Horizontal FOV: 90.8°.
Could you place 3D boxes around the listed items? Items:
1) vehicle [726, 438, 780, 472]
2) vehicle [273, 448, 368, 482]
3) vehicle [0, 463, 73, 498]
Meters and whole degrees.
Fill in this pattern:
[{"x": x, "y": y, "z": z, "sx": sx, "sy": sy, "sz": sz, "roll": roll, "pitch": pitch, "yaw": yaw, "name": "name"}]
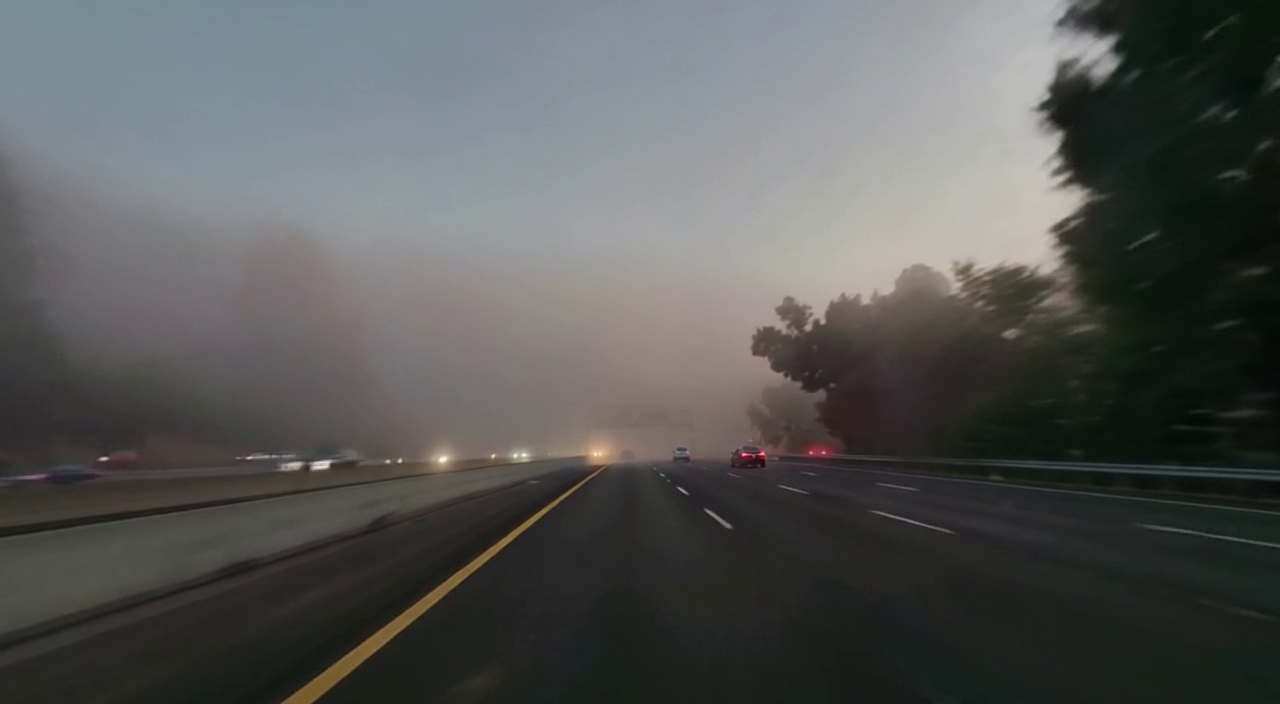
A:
[{"x": 6.092, "y": 5.600, "z": 34.486, "sx": 2.030, "sy": 1.706, "sz": 4.279, "roll": 0, "pitch": -8, "yaw": -2, "name": "vehicle"}, {"x": -15.778, "y": 5.590, "z": 31.562, "sx": 2.129, "sy": 1.515, "sz": 5.071, "roll": 0, "pitch": -8, "yaw": -1, "name": "vehicle"}, {"x": -31.214, "y": 6.327, "z": 31.273, "sx": 1.849, "sy": 1.529, "sz": 4.869, "roll": 0, "pitch": -8, "yaw": -2, "name": "vehicle"}]
